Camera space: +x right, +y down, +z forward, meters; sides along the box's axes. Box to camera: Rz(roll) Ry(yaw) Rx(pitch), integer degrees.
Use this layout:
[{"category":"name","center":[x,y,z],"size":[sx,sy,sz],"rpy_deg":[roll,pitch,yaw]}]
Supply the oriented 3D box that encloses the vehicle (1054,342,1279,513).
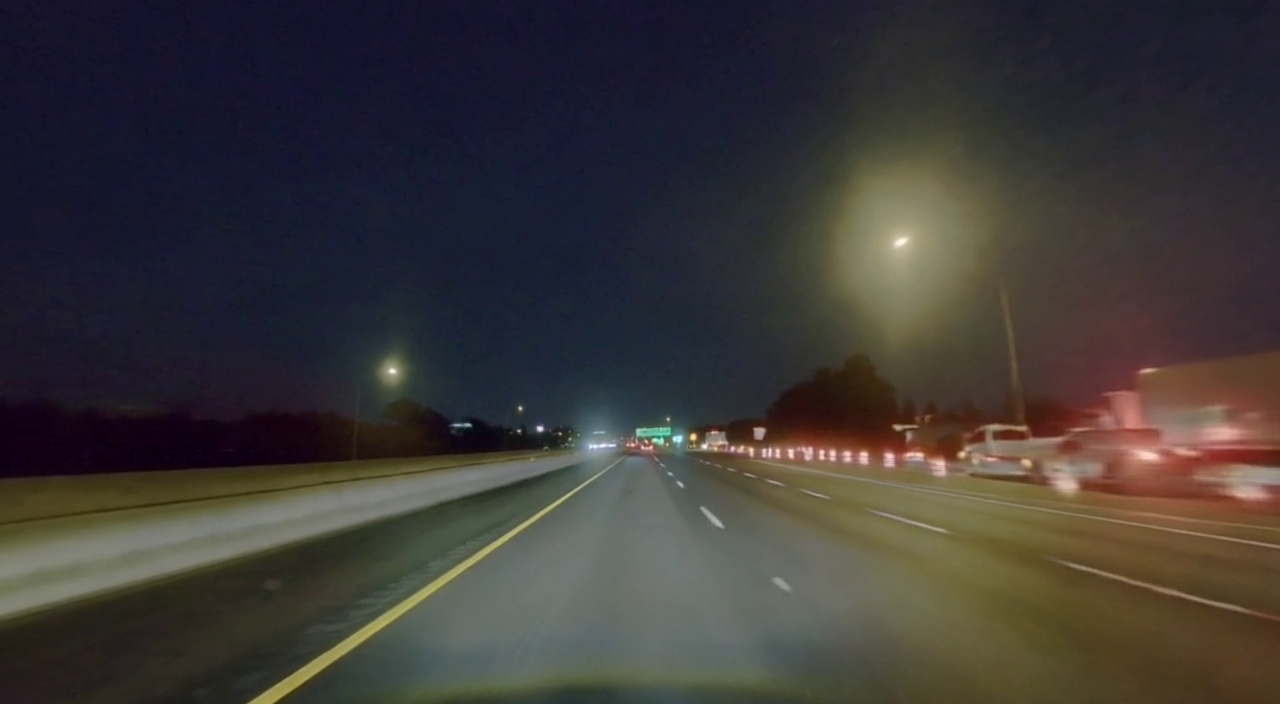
[{"category":"vehicle","center":[13.142,1.642,13.731],"size":[2.905,3.106,7.417],"rpy_deg":[-3,-8,-1]}]
